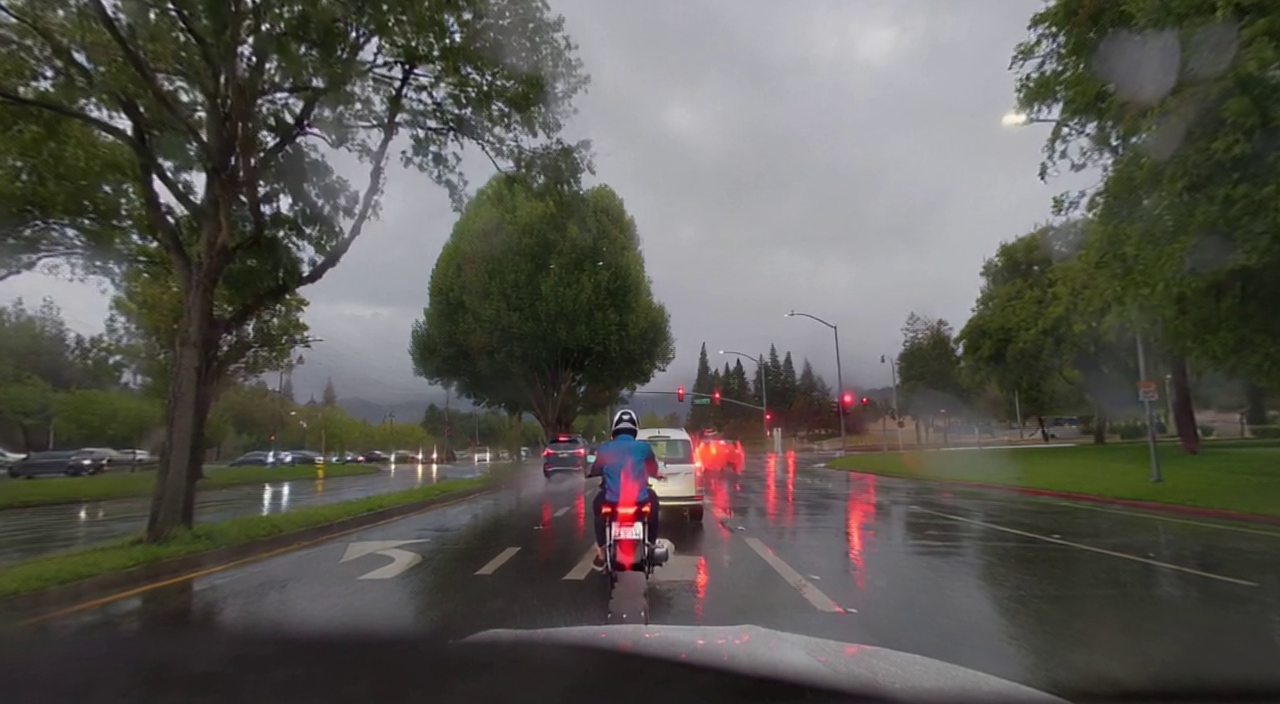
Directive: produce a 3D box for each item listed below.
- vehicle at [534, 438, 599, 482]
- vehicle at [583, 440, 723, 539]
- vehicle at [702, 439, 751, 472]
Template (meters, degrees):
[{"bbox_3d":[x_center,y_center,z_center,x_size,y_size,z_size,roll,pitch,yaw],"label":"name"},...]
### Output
[{"bbox_3d":[-3.014,4.568,27.084,2.056,1.647,5.045,-1,-8,1],"label":"vehicle"},{"bbox_3d":[0.177,2.385,11.736,2.093,1.450,4.437,0,-8,0],"label":"vehicle"},{"bbox_3d":[4.683,5.683,34.775,2.075,1.661,4.229,0,-8,-1],"label":"vehicle"}]
